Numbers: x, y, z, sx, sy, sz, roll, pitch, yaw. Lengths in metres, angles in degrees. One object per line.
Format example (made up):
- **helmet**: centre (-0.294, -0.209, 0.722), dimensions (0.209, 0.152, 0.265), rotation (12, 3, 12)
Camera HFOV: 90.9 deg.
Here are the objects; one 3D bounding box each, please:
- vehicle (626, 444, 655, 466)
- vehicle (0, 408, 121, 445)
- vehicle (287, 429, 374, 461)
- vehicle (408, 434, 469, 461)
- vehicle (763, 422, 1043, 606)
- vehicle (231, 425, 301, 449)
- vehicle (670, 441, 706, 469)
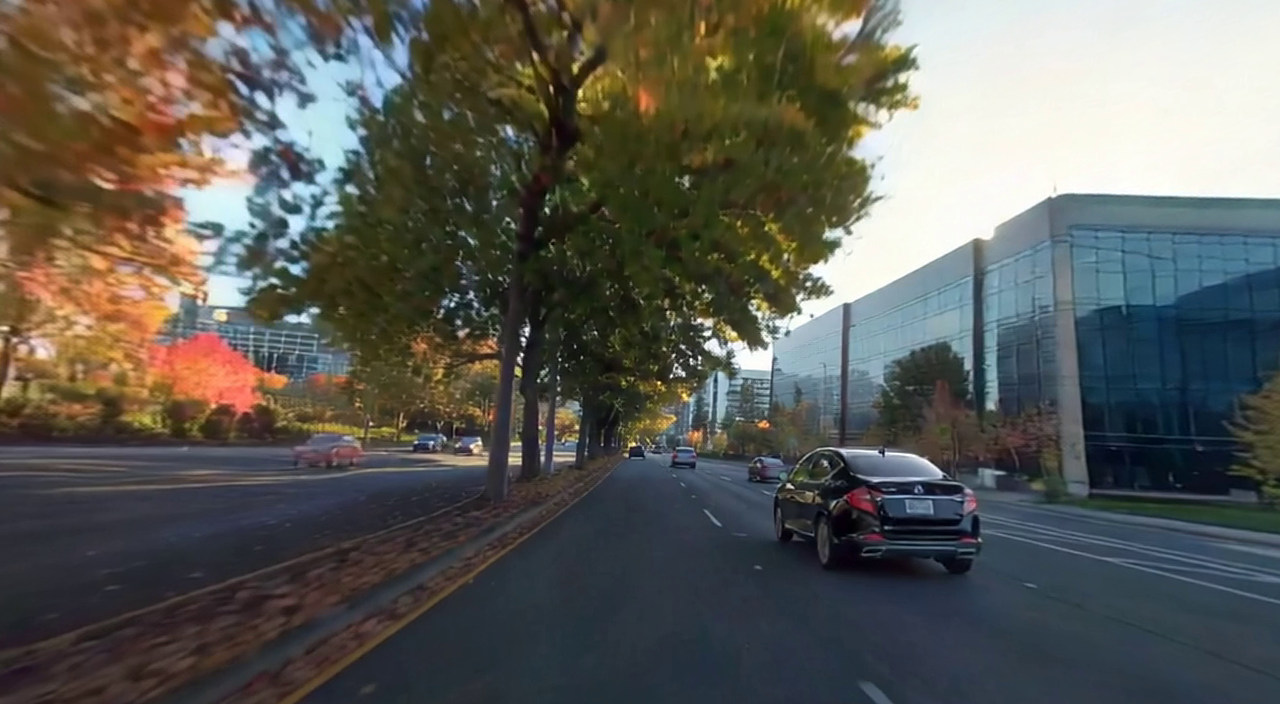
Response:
- **vehicle**: centre (-0.024, 7.302, 44.683), dimensions (1.991, 1.477, 3.814), rotation (0, -9, -1)
- **vehicle**: centre (-32.407, 4.260, 35.487), dimensions (2.111, 1.894, 4.981), rotation (0, -8, -1)
- **vehicle**: centre (-15.424, 4.667, 31.722), dimensions (1.985, 1.479, 4.657), rotation (0, -8, 0)
- **vehicle**: centre (-11.831, 5.636, 37.314), dimensions (2.075, 1.472, 4.571), rotation (0, -9, 0)
- **vehicle**: centre (2.919, 1.842, 8.035), dimensions (1.901, 1.634, 3.896), rotation (3, -8, 0)
- **vehicle**: centre (-25.726, 5.868, 43.556), dimensions (1.865, 1.526, 4.674), rotation (2, -8, 1)
- **vehicle**: centre (3.586, 7.761, 47.776), dimensions (2.154, 1.844, 4.634), rotation (5, -9, 0)
